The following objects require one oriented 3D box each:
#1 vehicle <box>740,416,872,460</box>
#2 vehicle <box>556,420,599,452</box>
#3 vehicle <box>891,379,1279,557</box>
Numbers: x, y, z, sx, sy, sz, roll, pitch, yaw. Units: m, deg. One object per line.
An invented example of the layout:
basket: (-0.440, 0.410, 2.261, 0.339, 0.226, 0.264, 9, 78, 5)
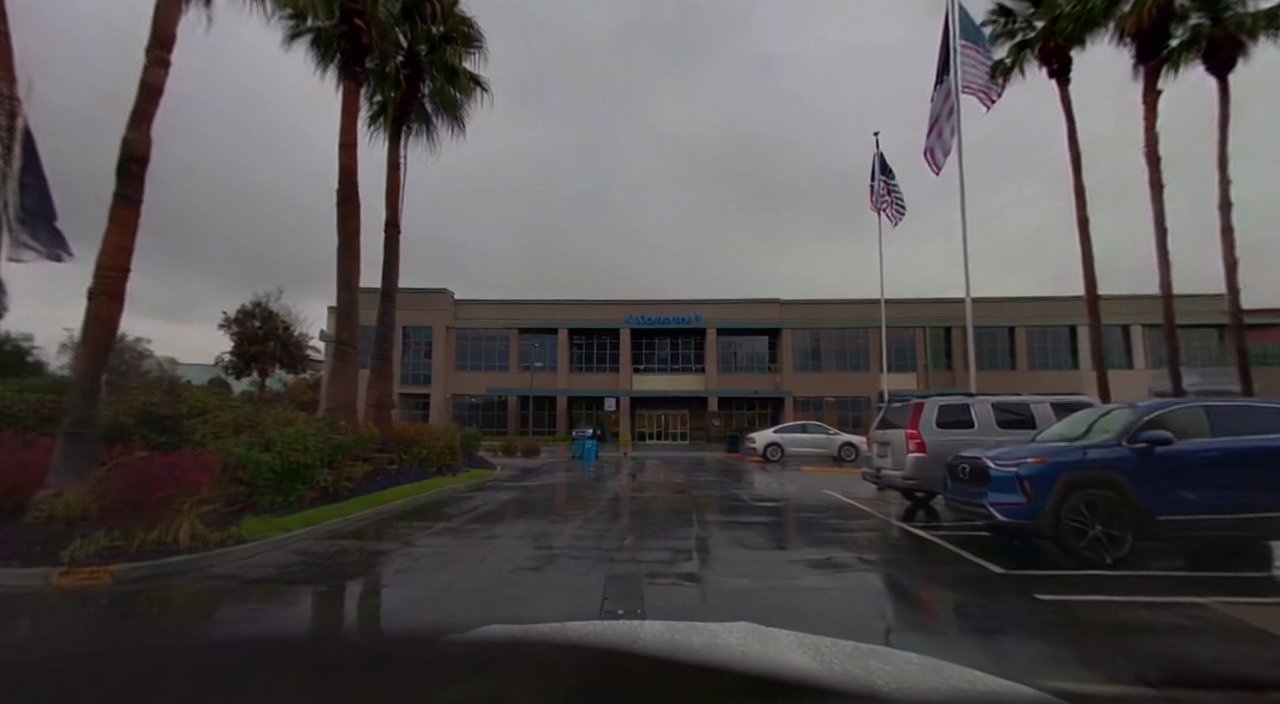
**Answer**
vehicle: (6.987, 3.701, 27.132, 5.254, 1.793, 1.998, -1, -8, 8)
vehicle: (-4.045, 5.519, 41.619, 1.943, 1.890, 4.472, 2, -6, 6)
vehicle: (5.571, 1.268, 7.181, 4.567, 1.723, 1.926, 0, -8, 4)
